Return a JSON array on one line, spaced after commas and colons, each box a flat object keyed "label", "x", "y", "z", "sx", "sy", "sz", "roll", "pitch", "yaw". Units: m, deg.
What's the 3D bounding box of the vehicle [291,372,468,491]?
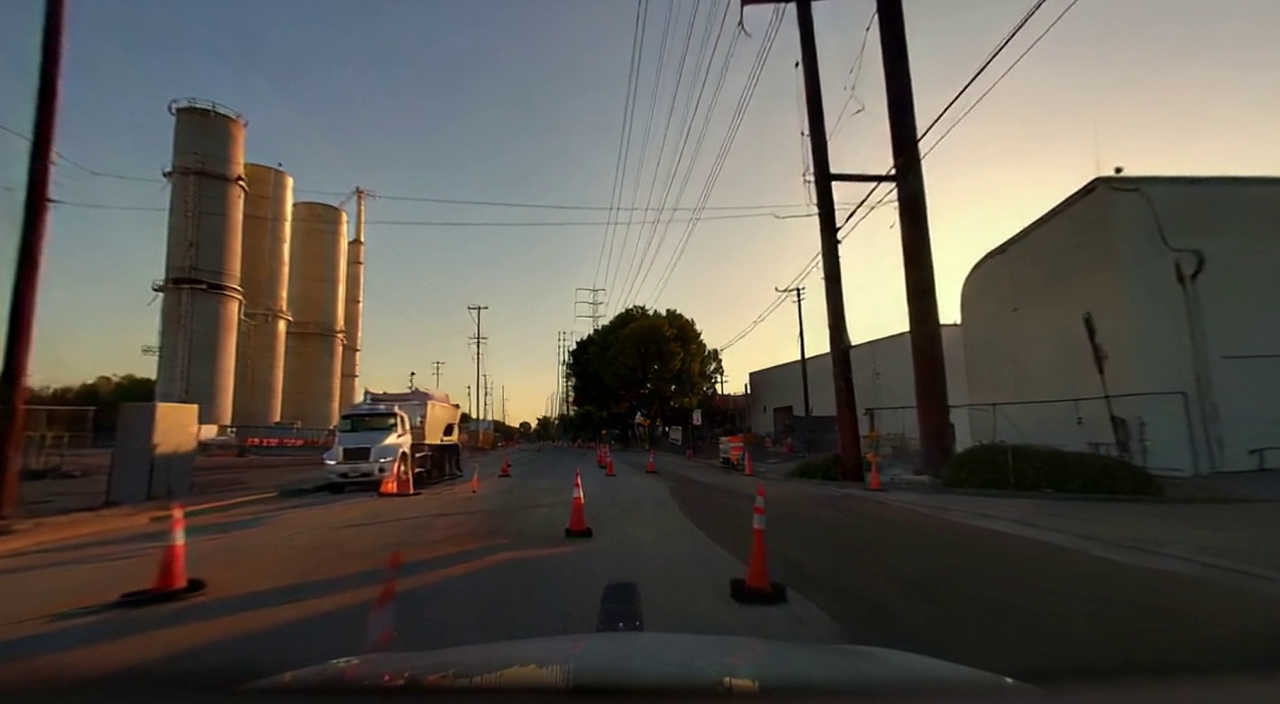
[{"label": "vehicle", "x": -8.229, "y": 2.702, "z": 21.373, "sx": 2.991, "sy": 3.173, "sz": 7.929, "roll": -1, "pitch": -8, "yaw": -3}]
